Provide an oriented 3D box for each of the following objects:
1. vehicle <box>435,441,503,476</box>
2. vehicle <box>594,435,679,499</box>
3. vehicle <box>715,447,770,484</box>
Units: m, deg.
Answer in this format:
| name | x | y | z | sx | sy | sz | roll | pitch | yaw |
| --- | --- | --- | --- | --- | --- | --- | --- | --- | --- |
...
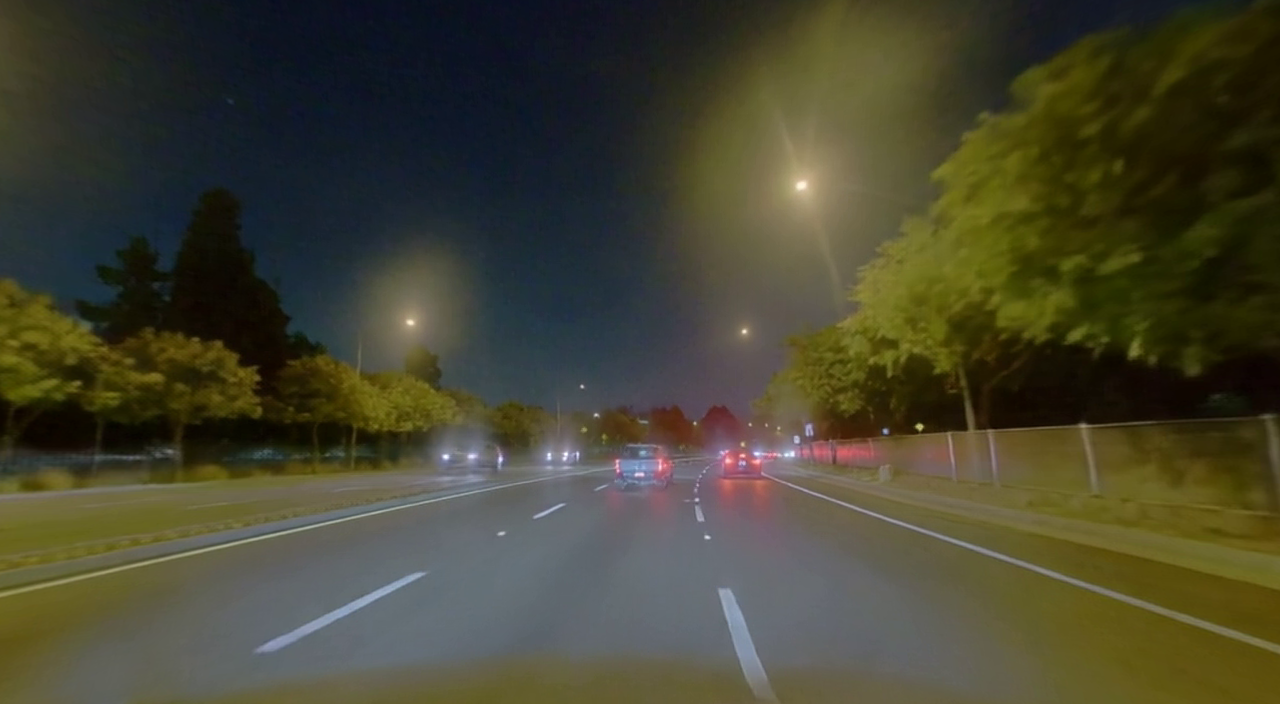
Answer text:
| name | x | y | z | sx | sy | sz | roll | pitch | yaw |
| --- | --- | --- | --- | --- | --- | --- | --- | --- | --- |
| vehicle | -9.437 | 5.925 | 35.258 | 2.034 | 1.791 | 4.582 | -1 | -9 | 7 |
| vehicle | 0.035 | 3.396 | 19.089 | 2.105 | 1.676 | 4.541 | -1 | -9 | 5 |
| vehicle | 4.399 | 4.893 | 27.675 | 2.147 | 1.474 | 4.083 | -1 | -9 | 6 |
